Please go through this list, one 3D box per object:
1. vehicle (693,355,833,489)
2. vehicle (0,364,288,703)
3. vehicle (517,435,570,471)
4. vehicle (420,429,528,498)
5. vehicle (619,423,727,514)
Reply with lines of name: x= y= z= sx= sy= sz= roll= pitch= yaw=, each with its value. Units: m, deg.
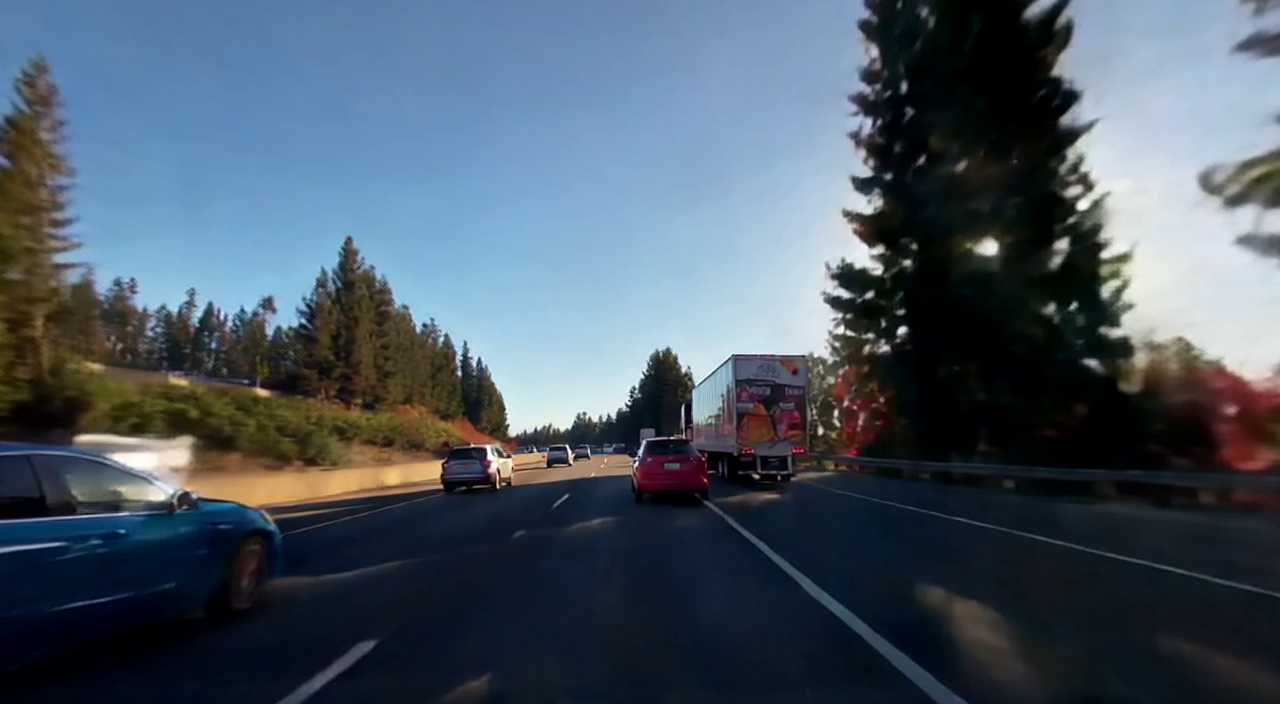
vehicle: x=4.336 y=3.132 z=26.280 sx=2.828 sy=4.081 sz=14.220 roll=0 pitch=-8 yaw=-1
vehicle: x=-4.075 y=0.929 z=3.221 sx=1.983 sy=1.666 sz=4.452 roll=0 pitch=-8 yaw=0
vehicle: x=-4.733 y=5.034 z=31.580 sx=2.014 sy=1.683 sz=4.275 roll=0 pitch=-8 yaw=0
vehicle: x=-4.343 y=2.954 z=17.099 sx=1.905 sy=1.642 sz=3.803 roll=0 pitch=-8 yaw=0
vehicle: x=0.601 y=2.428 z=13.549 sx=2.017 sy=1.662 sz=3.543 roll=0 pitch=-8 yaw=0
